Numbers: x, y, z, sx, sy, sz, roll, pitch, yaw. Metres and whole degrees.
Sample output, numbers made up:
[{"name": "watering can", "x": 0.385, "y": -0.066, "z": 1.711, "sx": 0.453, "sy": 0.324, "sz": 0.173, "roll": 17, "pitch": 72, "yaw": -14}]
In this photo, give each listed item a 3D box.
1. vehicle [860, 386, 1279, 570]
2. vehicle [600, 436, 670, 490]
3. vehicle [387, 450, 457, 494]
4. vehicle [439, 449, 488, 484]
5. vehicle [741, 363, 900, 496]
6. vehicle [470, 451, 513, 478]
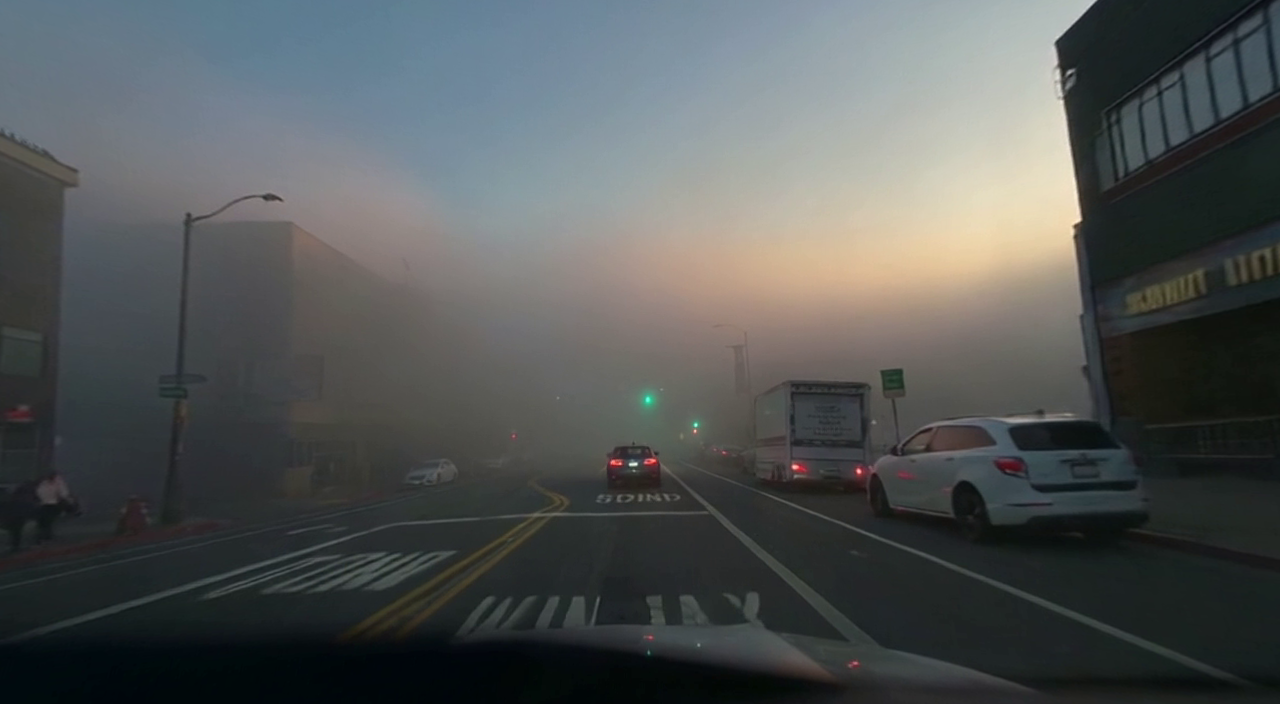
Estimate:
[{"name": "vehicle", "x": 5.593, "y": 1.747, "z": 9.596, "sx": 2.367, "sy": 1.917, "sz": 5.810, "roll": 0, "pitch": -8, "yaw": -1}, {"name": "vehicle", "x": -0.157, "y": 3.636, "z": 21.053, "sx": 2.086, "sy": 1.575, "sz": 4.205, "roll": 0, "pitch": -8, "yaw": 0}, {"name": "vehicle", "x": -11.278, "y": 6.190, "z": 32.983, "sx": 2.055, "sy": 1.685, "sz": 4.370, "roll": -5, "pitch": -6, "yaw": -1}, {"name": "vehicle", "x": -11.369, "y": 7.350, "z": 40.938, "sx": 1.872, "sy": 1.731, "sz": 4.656, "roll": -4, "pitch": -6, "yaw": -1}, {"name": "vehicle", "x": 5.430, "y": 2.611, "z": 20.720, "sx": 2.893, "sy": 3.553, "sz": 7.295, "roll": 0, "pitch": -8, "yaw": -1}, {"name": "vehicle", "x": -11.083, "y": 8.412, "z": 47.534, "sx": 1.920, "sy": 1.498, "sz": 4.591, "roll": -5, "pitch": -6, "yaw": 2}]
